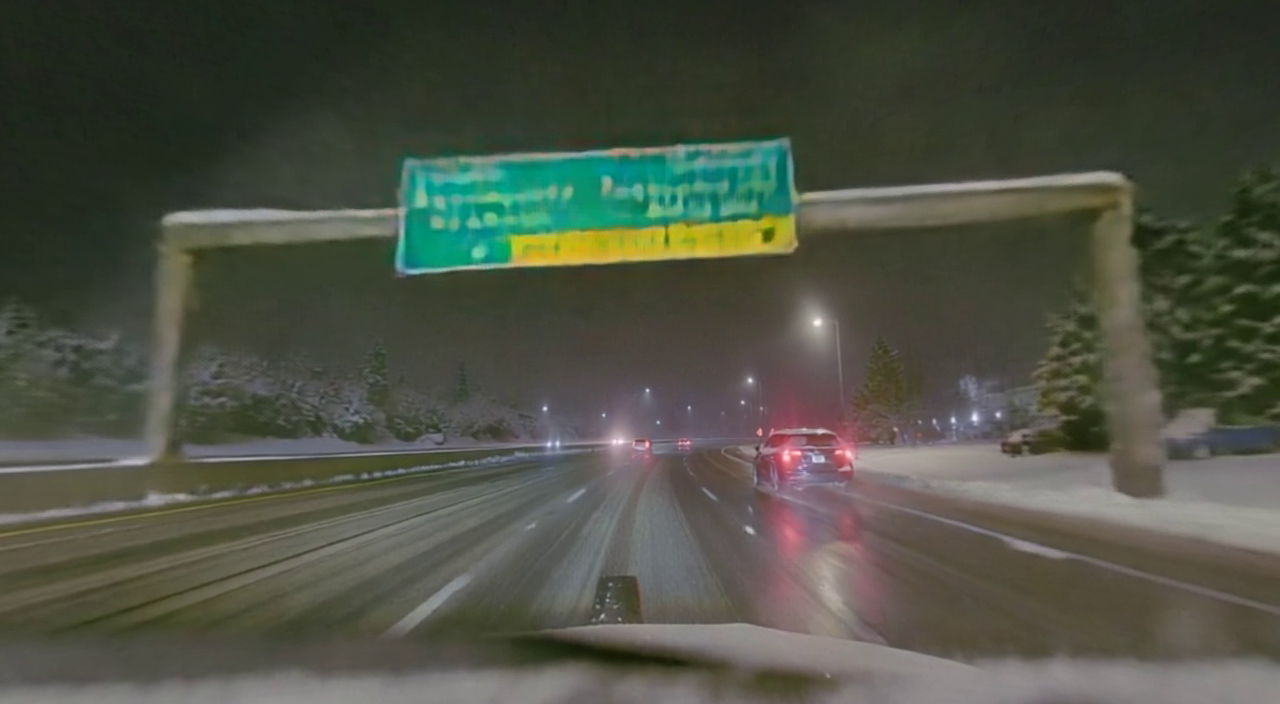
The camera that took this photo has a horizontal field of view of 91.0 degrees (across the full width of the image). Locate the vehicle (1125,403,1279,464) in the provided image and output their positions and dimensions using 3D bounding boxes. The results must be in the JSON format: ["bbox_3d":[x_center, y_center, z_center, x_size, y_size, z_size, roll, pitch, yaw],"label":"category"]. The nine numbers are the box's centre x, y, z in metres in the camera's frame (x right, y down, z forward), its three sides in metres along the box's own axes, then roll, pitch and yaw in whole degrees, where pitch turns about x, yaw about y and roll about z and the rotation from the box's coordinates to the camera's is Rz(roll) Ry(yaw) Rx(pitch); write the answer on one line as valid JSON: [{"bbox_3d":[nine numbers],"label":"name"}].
[{"bbox_3d":[23.075,3.254,24.930,5.707,2.048,2.282,-10,-13,32],"label":"vehicle"}]

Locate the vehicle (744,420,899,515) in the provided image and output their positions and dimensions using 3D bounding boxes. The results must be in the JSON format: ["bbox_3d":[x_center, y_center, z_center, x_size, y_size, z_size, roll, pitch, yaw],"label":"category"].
[{"bbox_3d":[3.679,2.437,13.716,2.090,1.715,4.228,0,-8,0],"label":"vehicle"}]

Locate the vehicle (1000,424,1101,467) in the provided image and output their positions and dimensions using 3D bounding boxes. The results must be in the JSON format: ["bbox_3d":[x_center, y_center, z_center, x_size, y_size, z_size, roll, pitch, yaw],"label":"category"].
[{"bbox_3d":[19.688,4.509,30.494,2.165,1.867,4.641,-1,-8,7],"label":"vehicle"}]
